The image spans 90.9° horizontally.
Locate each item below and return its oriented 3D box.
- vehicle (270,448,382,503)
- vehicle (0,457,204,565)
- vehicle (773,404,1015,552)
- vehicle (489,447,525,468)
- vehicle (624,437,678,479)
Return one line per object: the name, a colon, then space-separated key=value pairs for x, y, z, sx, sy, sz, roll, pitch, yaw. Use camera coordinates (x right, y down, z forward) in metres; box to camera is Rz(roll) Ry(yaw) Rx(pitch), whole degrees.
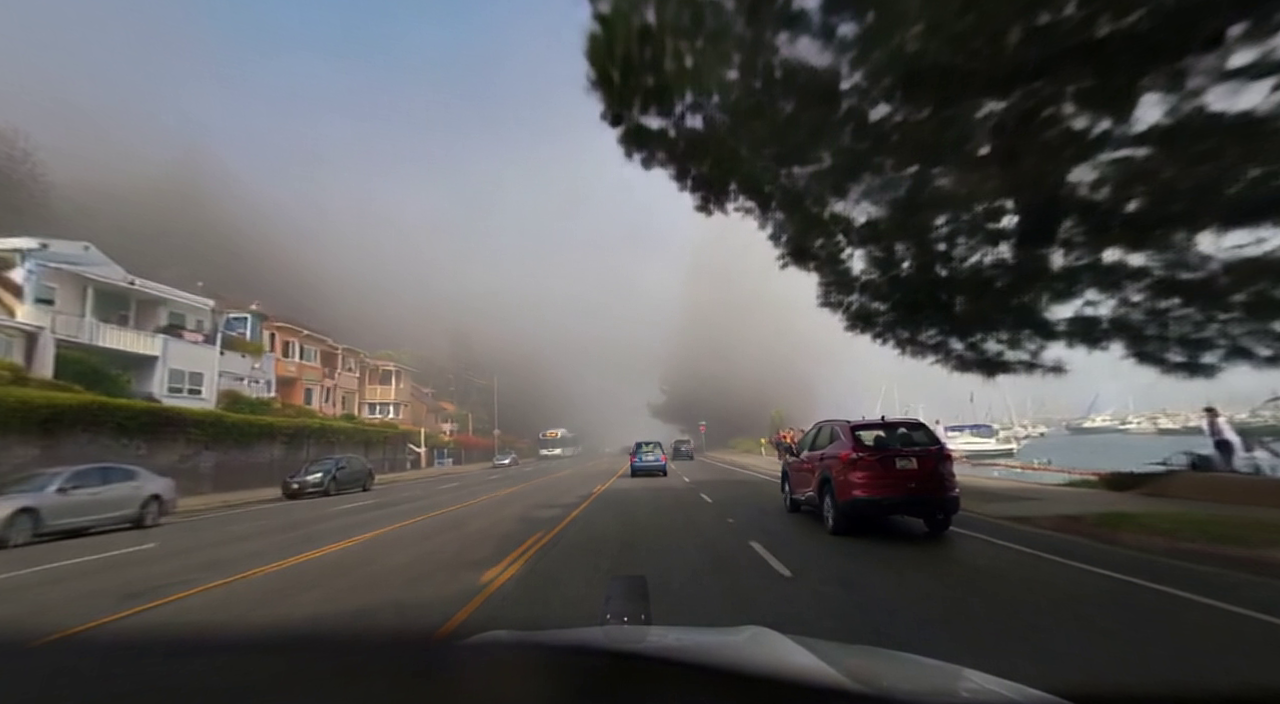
vehicle: x=-10.318 y=4.037 z=21.077 sx=1.701 sy=1.528 sz=3.881 roll=-1 pitch=-8 yaw=1
vehicle: x=-10.393 y=2.763 z=11.533 sx=2.025 sy=1.465 sz=3.959 roll=-2 pitch=-8 yaw=-1
vehicle: x=3.606 y=1.886 z=10.048 sx=2.000 sy=1.809 sz=4.405 roll=0 pitch=-8 yaw=0
vehicle: x=-10.108 y=8.039 z=48.072 sx=1.731 sy=1.489 sz=3.841 roll=-1 pitch=-9 yaw=3
vehicle: x=0.427 y=4.497 z=26.960 sx=2.132 sy=1.632 sz=3.838 roll=0 pitch=-8 yaw=0
